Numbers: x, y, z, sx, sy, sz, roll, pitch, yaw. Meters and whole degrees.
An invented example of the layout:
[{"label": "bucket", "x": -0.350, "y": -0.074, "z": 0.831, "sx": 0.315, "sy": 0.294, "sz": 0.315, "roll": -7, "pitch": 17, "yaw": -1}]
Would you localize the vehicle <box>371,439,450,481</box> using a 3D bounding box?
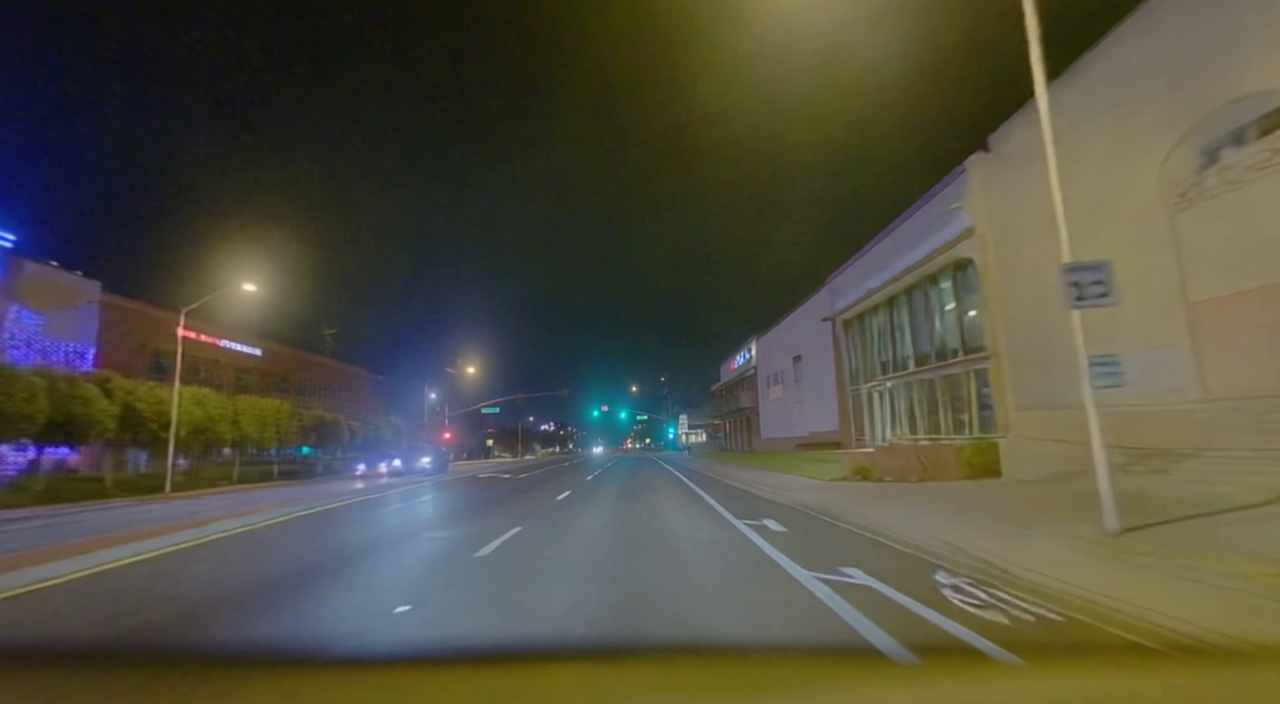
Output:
[{"label": "vehicle", "x": -10.415, "y": 4.917, "z": 29.011, "sx": 2.026, "sy": 1.577, "sz": 4.334, "roll": -4, "pitch": -9, "yaw": -1}]
